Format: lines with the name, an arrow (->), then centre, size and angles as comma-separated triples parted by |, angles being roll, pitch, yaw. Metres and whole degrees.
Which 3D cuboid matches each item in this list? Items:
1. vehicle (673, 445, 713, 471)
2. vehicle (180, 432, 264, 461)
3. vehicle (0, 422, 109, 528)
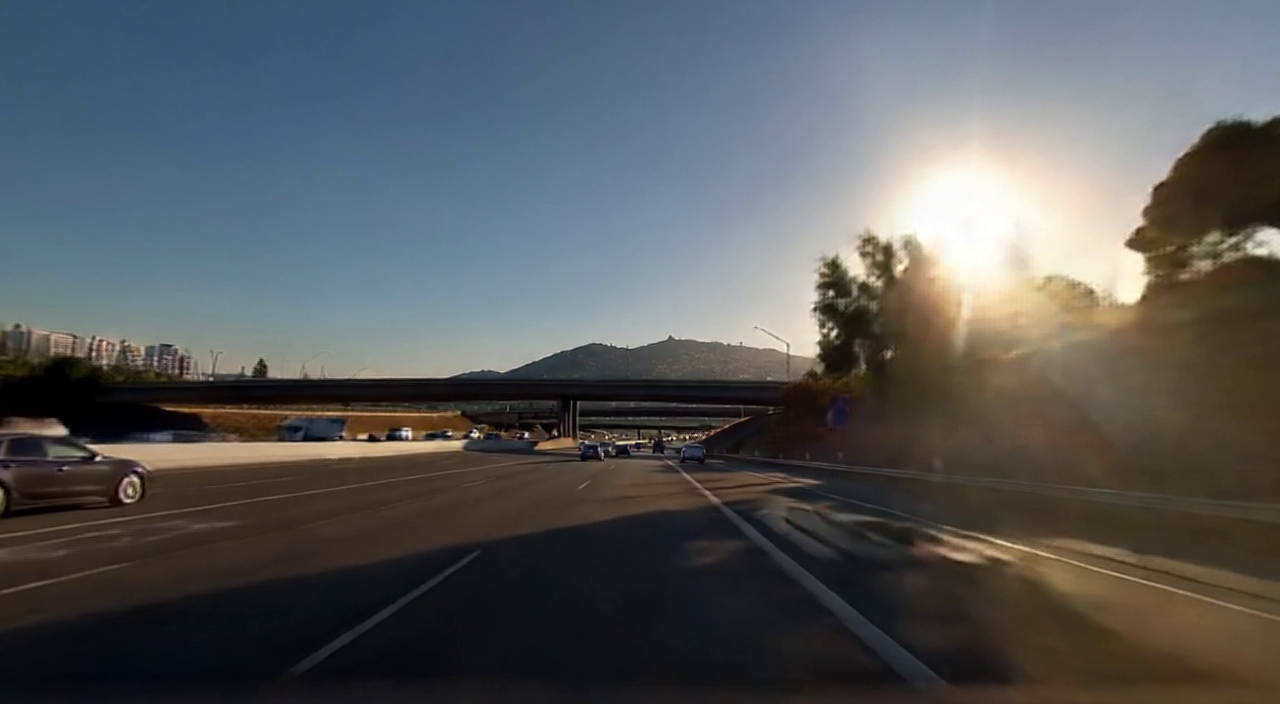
vehicle -> 3.227, 6.555, 39.294 | 2.059, 1.509, 4.670 | 0, -8, 0
vehicle -> -24.496, 5.558, 37.205 | 1.874, 1.549, 4.444 | 0, -8, 0
vehicle -> -11.285, 1.942, 9.863 | 1.995, 1.682, 4.516 | 0, -8, 0
